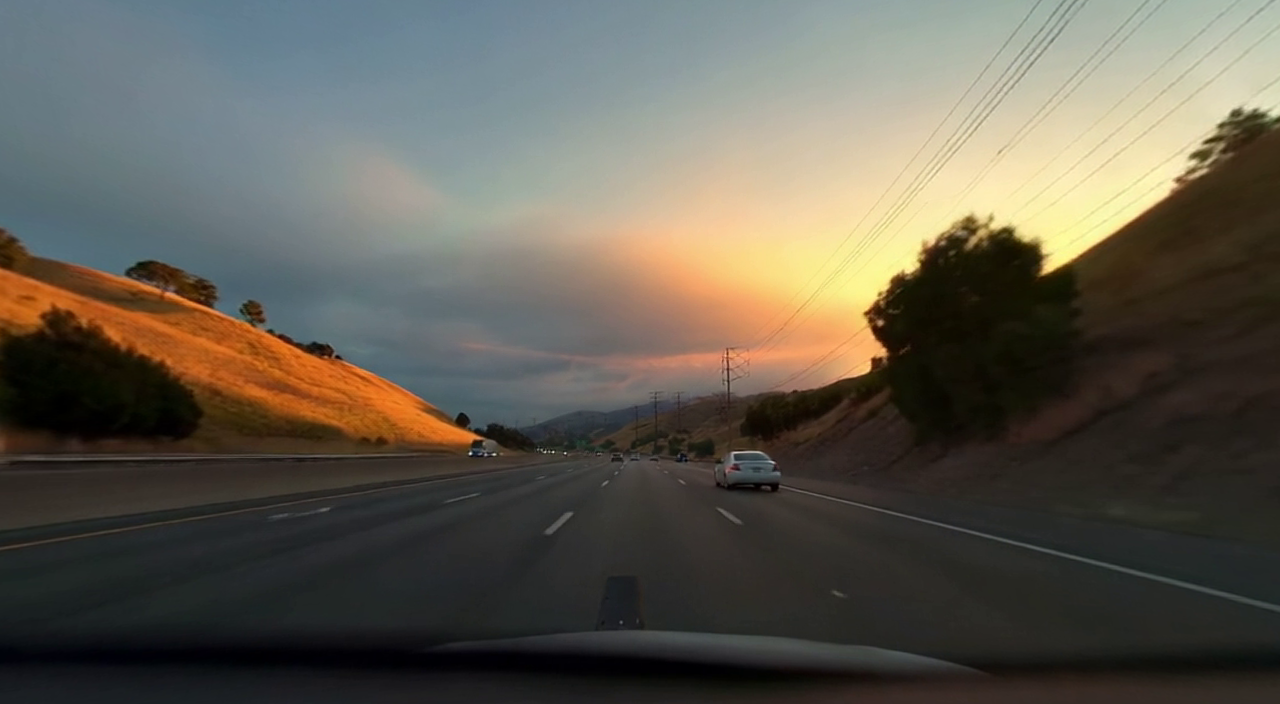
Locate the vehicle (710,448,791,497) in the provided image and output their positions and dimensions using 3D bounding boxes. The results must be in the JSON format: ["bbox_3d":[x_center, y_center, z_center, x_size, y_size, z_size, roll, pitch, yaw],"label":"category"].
[{"bbox_3d":[3.833,4.250,22.596,2.086,1.542,4.355,0,-9,0],"label":"vehicle"}]
